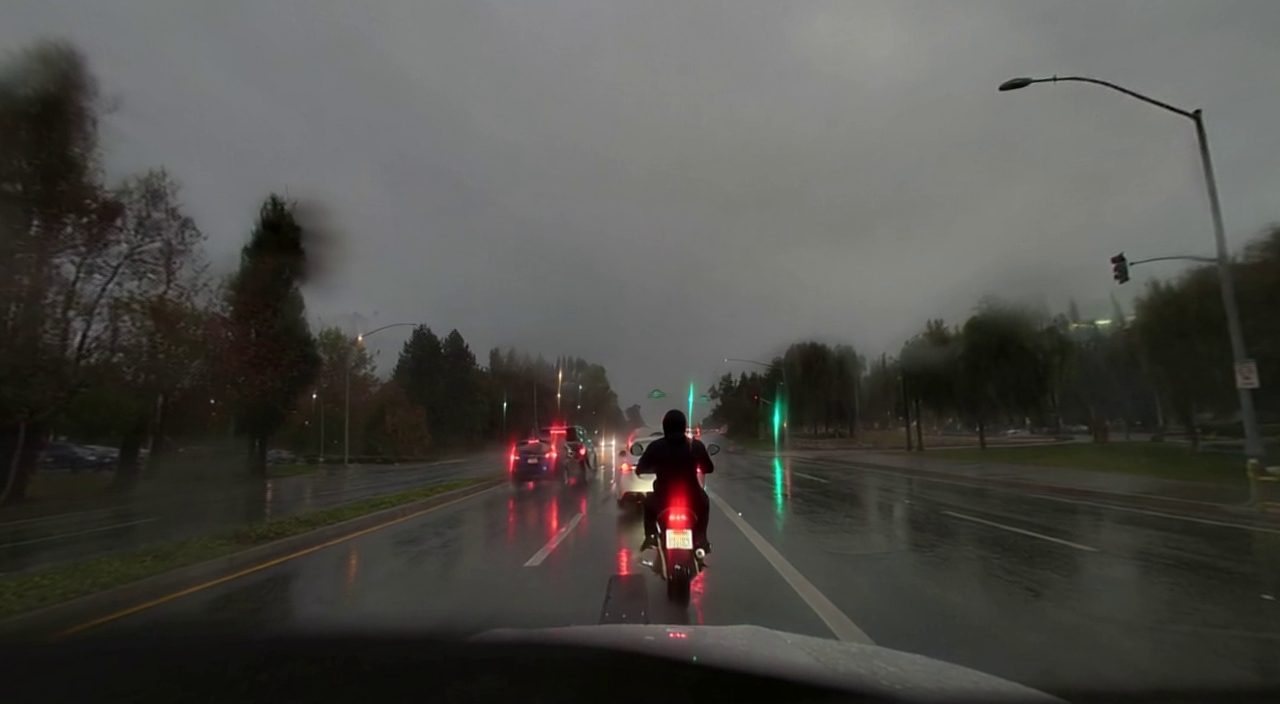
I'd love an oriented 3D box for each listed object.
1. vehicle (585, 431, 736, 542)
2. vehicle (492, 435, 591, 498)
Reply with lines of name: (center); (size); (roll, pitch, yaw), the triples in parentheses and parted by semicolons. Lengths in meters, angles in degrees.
vehicle: (0.343, 2.134, 10.771); (2.009, 1.450, 4.608); (-1, -8, 2)
vehicle: (-2.561, 3.084, 17.396); (1.979, 1.499, 3.840); (-1, -8, 2)
